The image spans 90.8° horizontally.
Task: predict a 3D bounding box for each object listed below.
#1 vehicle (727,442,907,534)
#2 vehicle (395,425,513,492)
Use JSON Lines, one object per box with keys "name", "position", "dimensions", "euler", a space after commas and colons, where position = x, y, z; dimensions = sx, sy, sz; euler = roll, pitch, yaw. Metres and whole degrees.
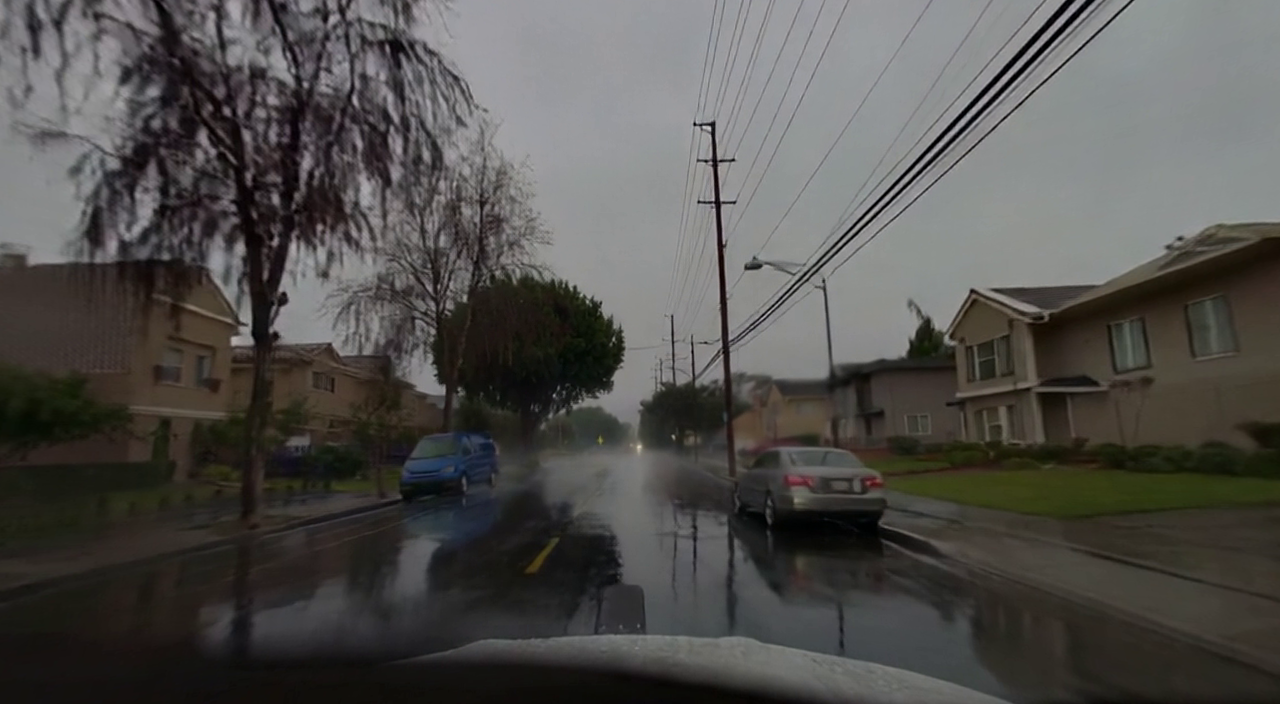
{"name": "vehicle", "position": [3.133, 2.498, 12.351], "dimensions": [1.944, 1.439, 4.500], "euler": [1, -8, -4]}
{"name": "vehicle", "position": [-5.963, 3.516, 21.075], "dimensions": [2.263, 1.915, 5.071], "euler": [-1, -9, 2]}
